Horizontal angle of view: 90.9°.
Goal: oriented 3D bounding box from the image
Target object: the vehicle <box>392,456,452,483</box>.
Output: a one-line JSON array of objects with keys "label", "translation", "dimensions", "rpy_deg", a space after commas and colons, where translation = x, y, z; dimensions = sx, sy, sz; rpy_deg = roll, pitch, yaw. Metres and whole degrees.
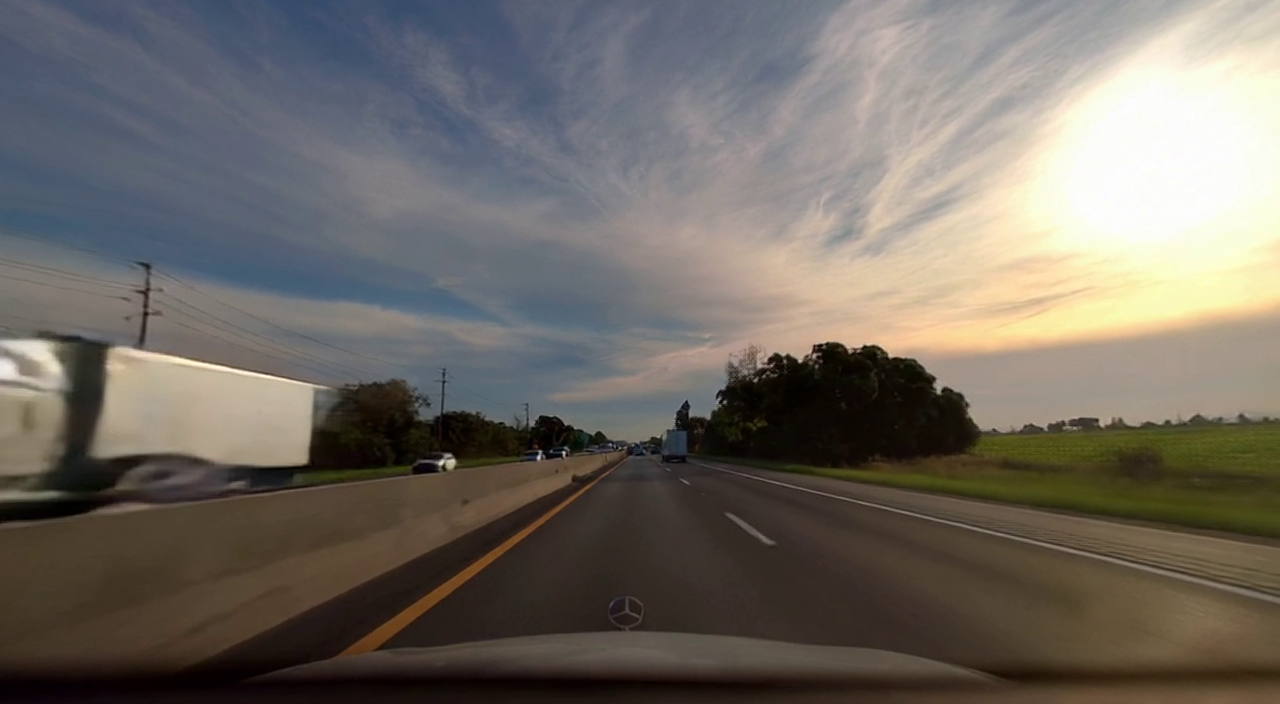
[{"label": "vehicle", "translation": [-12.983, 7.013, 37.873], "dimensions": [1.988, 1.501, 4.676], "rpy_deg": [0, -9, 0]}]

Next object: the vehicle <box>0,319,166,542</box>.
[{"label": "vehicle", "translation": [-12.916, 1.489, 11.728], "dimensions": [3.047, 3.925, 6.286], "rpy_deg": [0, -9, 0]}]

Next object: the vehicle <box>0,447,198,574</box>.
[{"label": "vehicle", "translation": [-8.656, 2.109, 8.876], "dimensions": [1.963, 1.511, 3.901], "rpy_deg": [0, -9, 0]}]
